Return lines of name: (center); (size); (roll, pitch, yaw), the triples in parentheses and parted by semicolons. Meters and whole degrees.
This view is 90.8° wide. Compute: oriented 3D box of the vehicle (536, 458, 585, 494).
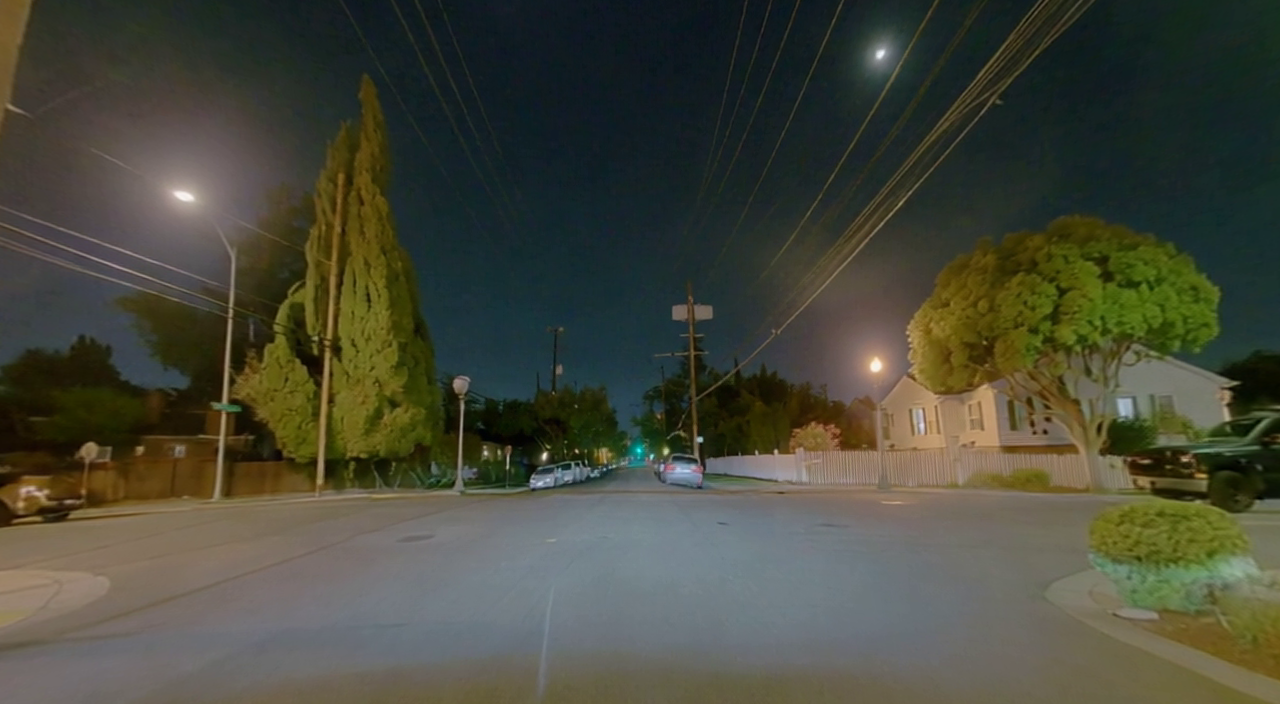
vehicle: (-4.298, 6.796, 34.987); (2.189, 1.771, 4.571); (0, -9, -1)

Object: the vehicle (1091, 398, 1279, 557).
vehicle: (9.678, 1.690, 8.947); (4.677, 1.949, 2.334); (-1, -8, 3)

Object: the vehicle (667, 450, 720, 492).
vehicle: (2.571, 5.850, 31.443); (2.051, 1.874, 4.459); (0, -8, -3)
